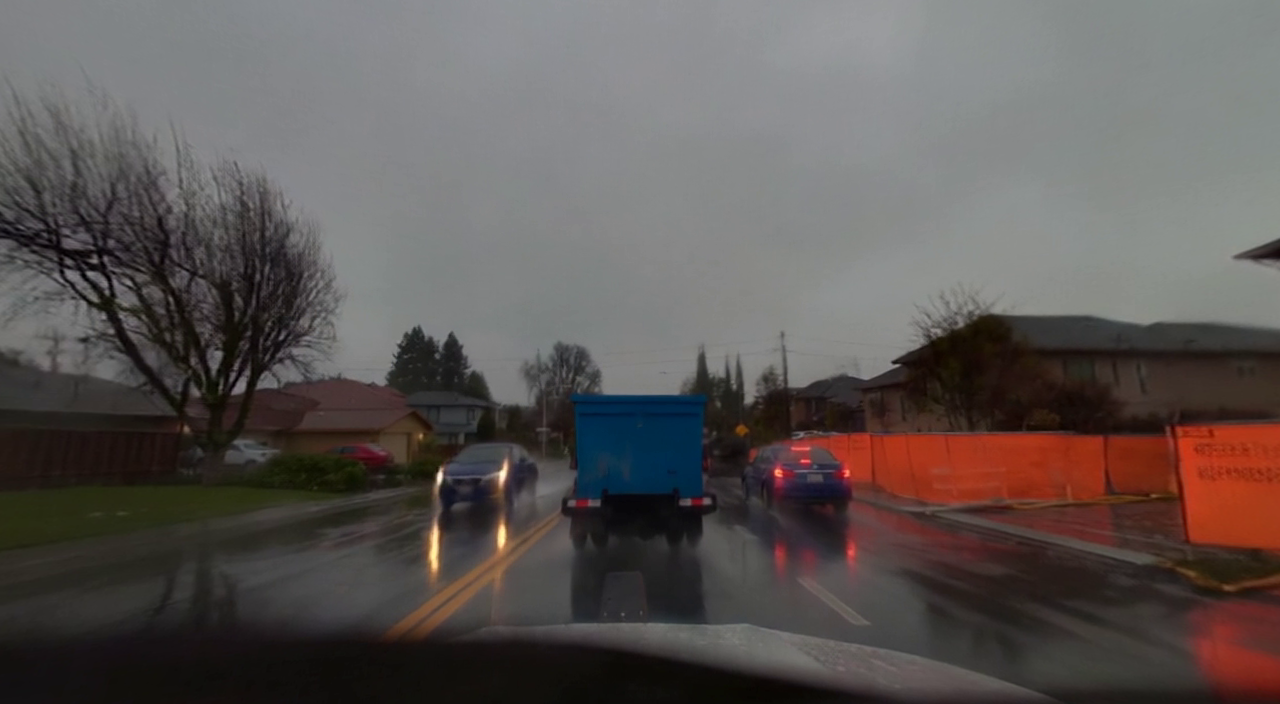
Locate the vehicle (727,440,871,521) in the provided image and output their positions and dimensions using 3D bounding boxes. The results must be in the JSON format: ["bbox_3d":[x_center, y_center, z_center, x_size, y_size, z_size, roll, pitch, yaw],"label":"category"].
[{"bbox_3d":[3.317,2.765,14.116,2.010,1.499,4.481,0,-8,-1],"label":"vehicle"}]

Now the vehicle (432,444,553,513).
[{"bbox_3d":[-3.670,3.219,16.565,2.010,1.533,4.495,0,-8,1],"label":"vehicle"}]

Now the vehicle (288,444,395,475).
[{"bbox_3d":[-15.131,5.452,32.011,4.490,1.500,1.875,0,-8,-2],"label":"vehicle"}]

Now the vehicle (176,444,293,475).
[{"bbox_3d":[-20.393,5.405,31.704,4.706,1.468,1.817,-1,-9,3],"label":"vehicle"}]

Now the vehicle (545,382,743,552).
[{"bbox_3d":[0.078,2.076,12.027,2.751,2.361,6.347,0,-8,1],"label":"vehicle"}]
